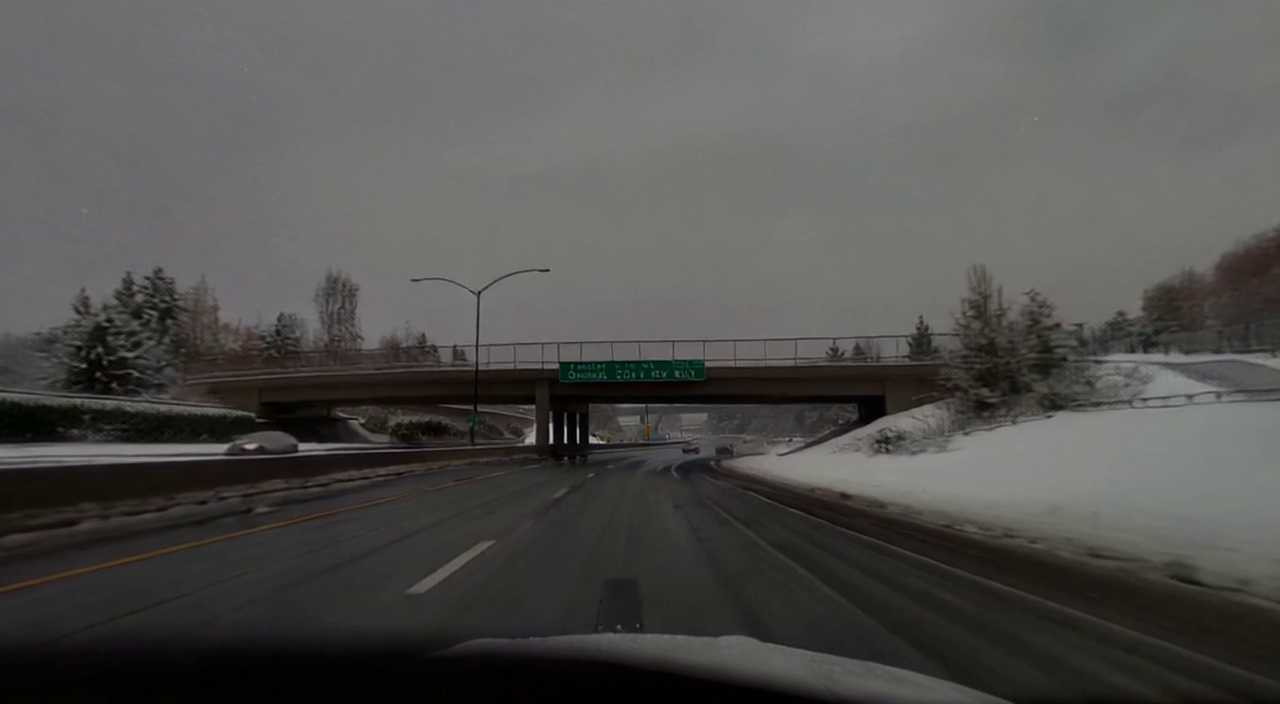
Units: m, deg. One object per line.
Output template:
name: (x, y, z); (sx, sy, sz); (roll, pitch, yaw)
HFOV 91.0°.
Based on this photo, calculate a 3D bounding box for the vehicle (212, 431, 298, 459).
vehicle: (-21.521, 5.240, 35.454); (1.845, 1.490, 4.642); (0, -8, 1)
